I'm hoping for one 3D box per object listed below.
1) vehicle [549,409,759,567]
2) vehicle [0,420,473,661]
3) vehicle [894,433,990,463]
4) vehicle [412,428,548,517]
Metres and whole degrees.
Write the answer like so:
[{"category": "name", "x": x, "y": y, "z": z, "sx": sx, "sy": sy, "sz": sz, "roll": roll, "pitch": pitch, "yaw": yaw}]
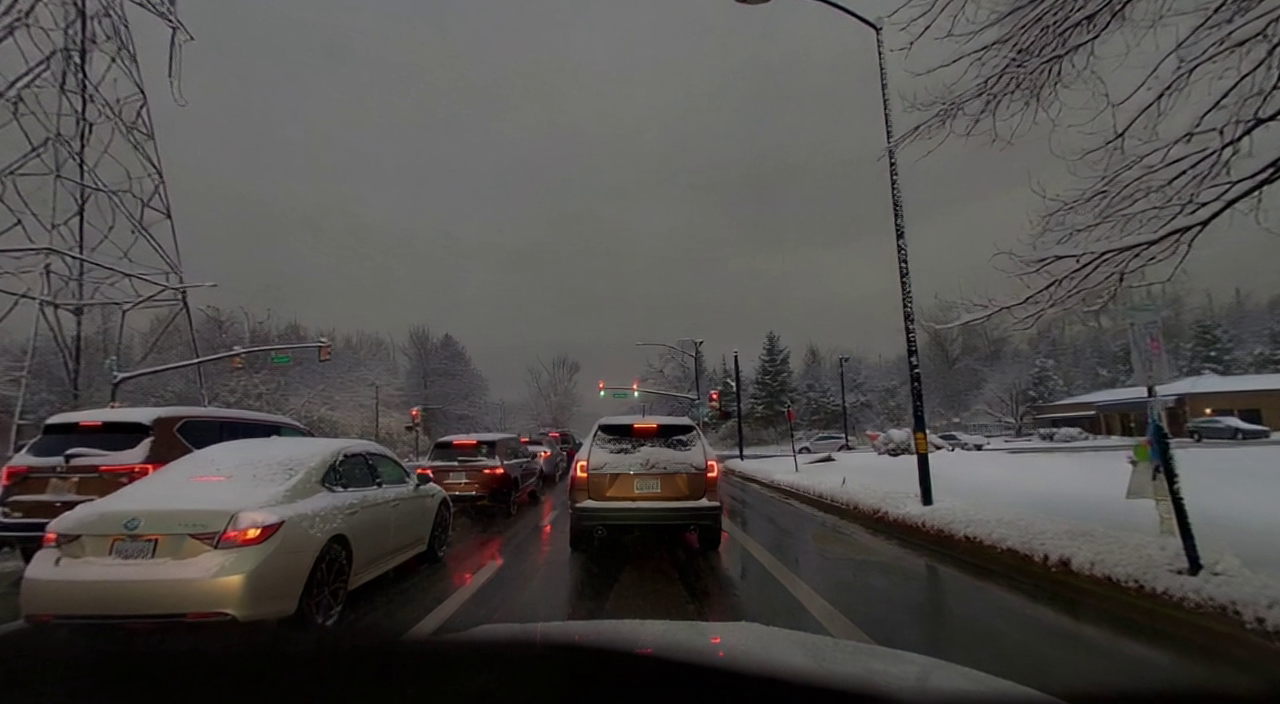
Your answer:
[{"category": "vehicle", "x": 0.085, "y": 1.766, "z": 8.944, "sx": 2.239, "sy": 1.661, "sz": 4.224, "roll": 0, "pitch": -8, "yaw": -2}, {"category": "vehicle", "x": -3.175, "y": 1.495, "z": 6.205, "sx": 1.973, "sy": 1.469, "sz": 4.448, "roll": 0, "pitch": -8, "yaw": -2}, {"category": "vehicle", "x": 15.093, "y": 4.802, "z": 31.705, "sx": 3.858, "sy": 1.437, "sz": 1.899, "roll": 0, "pitch": -8, "yaw": -4}, {"category": "vehicle", "x": -3.255, "y": 2.522, "z": 13.672, "sx": 1.997, "sy": 1.636, "sz": 3.760, "roll": 0, "pitch": -8, "yaw": -1}]
